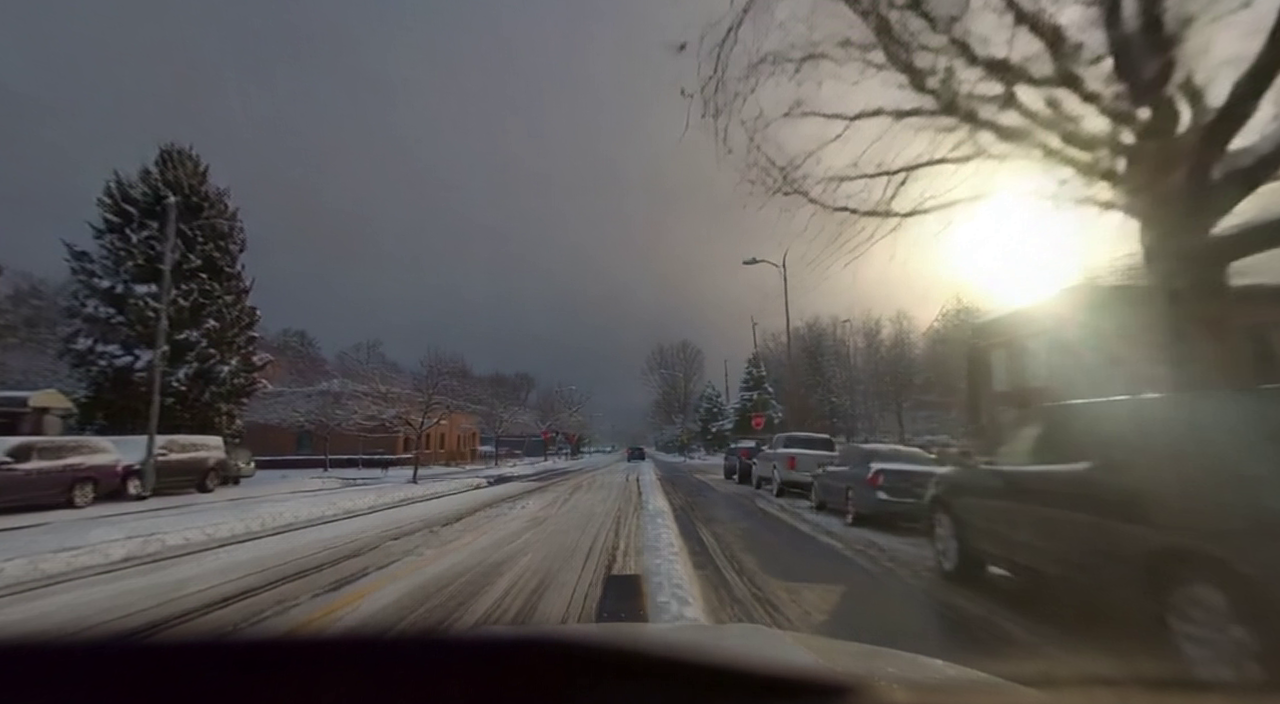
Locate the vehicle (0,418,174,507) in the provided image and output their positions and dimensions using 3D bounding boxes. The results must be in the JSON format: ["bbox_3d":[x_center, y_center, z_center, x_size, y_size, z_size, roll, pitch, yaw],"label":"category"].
[{"bbox_3d":[-16.441,3.080,17.338,5.490,2.067,2.220,-5,-7,1],"label":"vehicle"}]

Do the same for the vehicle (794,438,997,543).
[{"bbox_3d":[4.227,2.323,11.268,1.801,1.491,4.308,0,-8,0],"label":"vehicle"}]

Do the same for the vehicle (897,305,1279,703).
[{"bbox_3d":[4.018,0.962,4.013,2.292,1.974,5.853,0,-8,0],"label":"vehicle"}]
